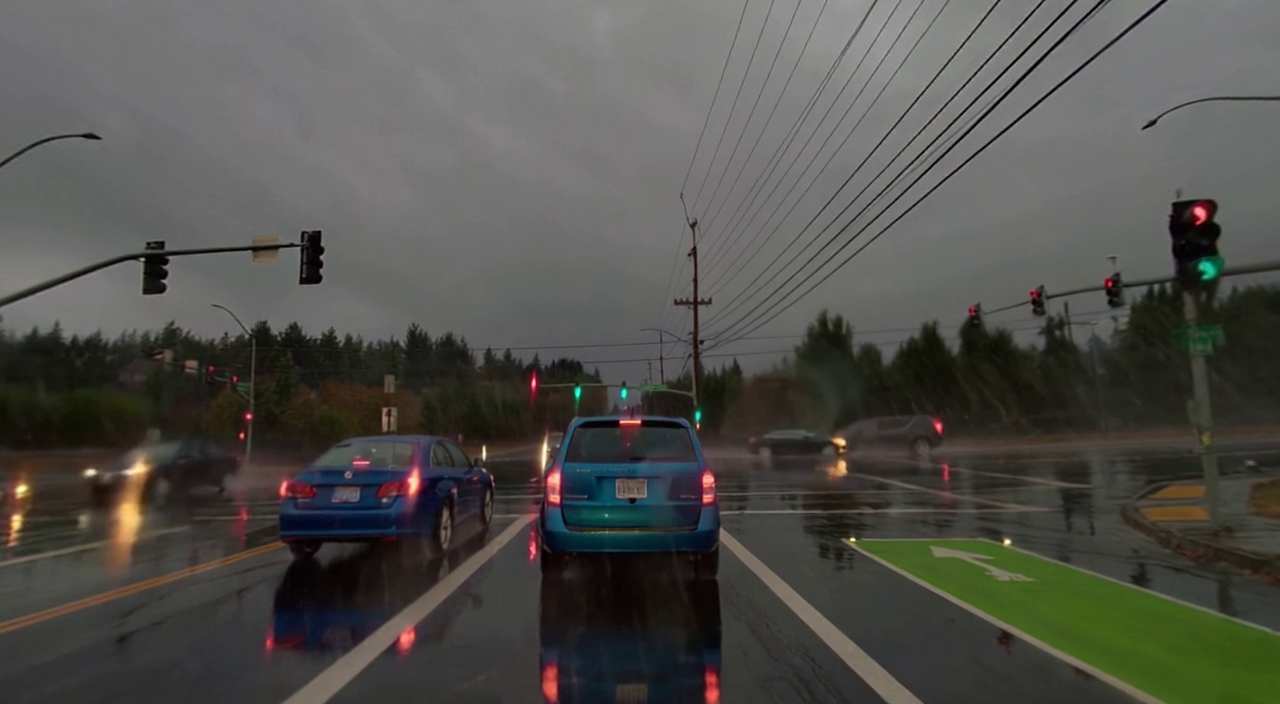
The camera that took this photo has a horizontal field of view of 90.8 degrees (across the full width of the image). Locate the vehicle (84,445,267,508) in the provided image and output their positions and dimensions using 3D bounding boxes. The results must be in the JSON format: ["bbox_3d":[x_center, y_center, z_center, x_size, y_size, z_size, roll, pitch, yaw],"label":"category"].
[{"bbox_3d":[-13.692,3.647,19.071,2.079,1.656,4.545,0,-8,-1],"label":"vehicle"}]

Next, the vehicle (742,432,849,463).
[{"bbox_3d":[7.654,4.743,31.423,4.715,1.438,2.023,-7,-11,37],"label":"vehicle"}]

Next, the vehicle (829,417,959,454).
[{"bbox_3d":[13.853,4.601,34.814,6.143,1.944,2.229,-1,-8,5],"label":"vehicle"}]

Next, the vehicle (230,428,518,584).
[{"bbox_3d":[-2.934,1.765,8.012,1.969,1.486,3.702,0,-8,1],"label":"vehicle"}]

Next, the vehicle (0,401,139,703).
[{"bbox_3d":[-3.350,0.654,0.440,1.928,1.488,4.936,0,-8,0],"label":"vehicle"}]

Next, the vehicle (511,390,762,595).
[{"bbox_3d":[-0.060,1.523,7.615,2.182,1.773,4.041,0,-8,-1],"label":"vehicle"}]
